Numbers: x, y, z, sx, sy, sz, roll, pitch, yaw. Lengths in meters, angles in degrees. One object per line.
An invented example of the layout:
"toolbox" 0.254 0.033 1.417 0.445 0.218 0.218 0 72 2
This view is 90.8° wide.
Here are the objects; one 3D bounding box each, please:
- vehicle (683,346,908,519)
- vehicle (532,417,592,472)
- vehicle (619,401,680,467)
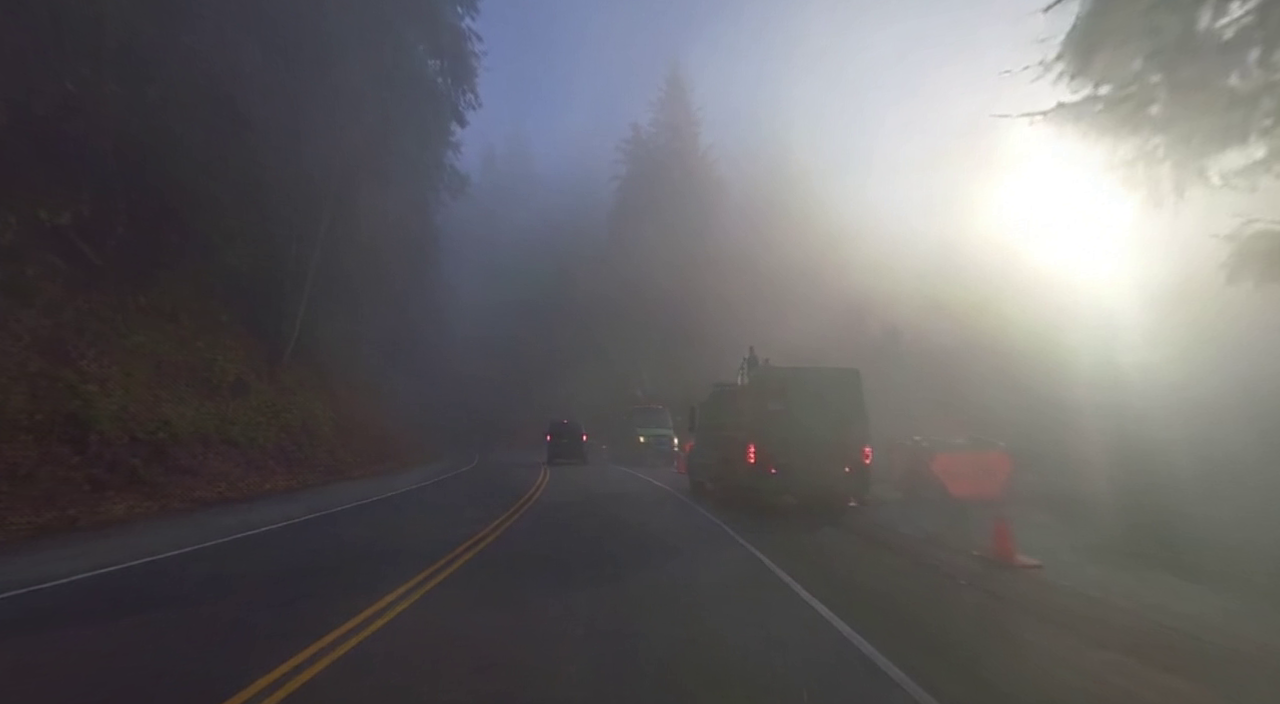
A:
"vehicle" 3.303 2.092 16.537 3.126 3.310 8.534 0 -8 -4
"vehicle" -3.573 4.132 28.271 2.362 2.223 4.892 2 -9 -10
"vehicle" 0.367 4.133 31.508 2.703 3.066 4.047 1 -9 -4
